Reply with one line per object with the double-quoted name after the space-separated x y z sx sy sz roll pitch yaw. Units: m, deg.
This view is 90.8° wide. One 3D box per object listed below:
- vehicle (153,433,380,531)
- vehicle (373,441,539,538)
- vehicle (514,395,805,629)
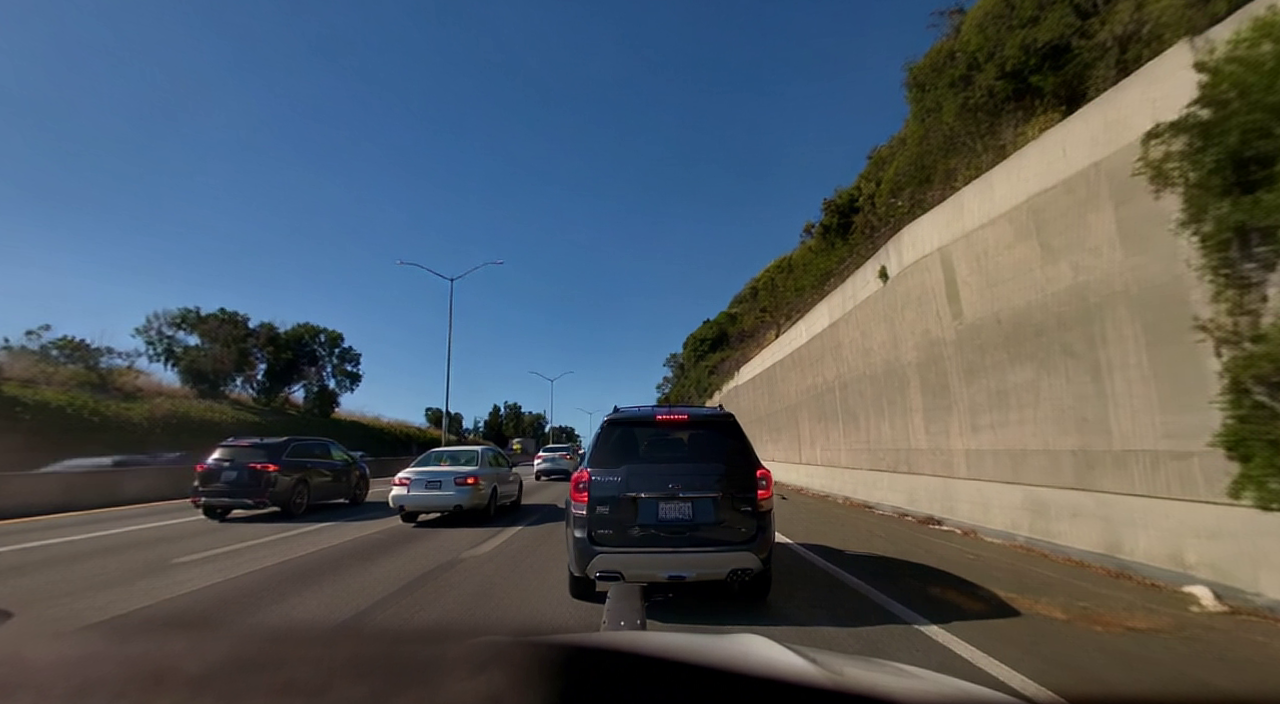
-7.500 2.636 13.391 1.986 1.700 4.558 0 -9 0 "vehicle"
-3.240 2.488 12.025 1.917 1.506 3.949 0 -9 1 "vehicle"
0.104 1.628 7.546 2.210 1.760 5.303 0 -9 -1 "vehicle"
